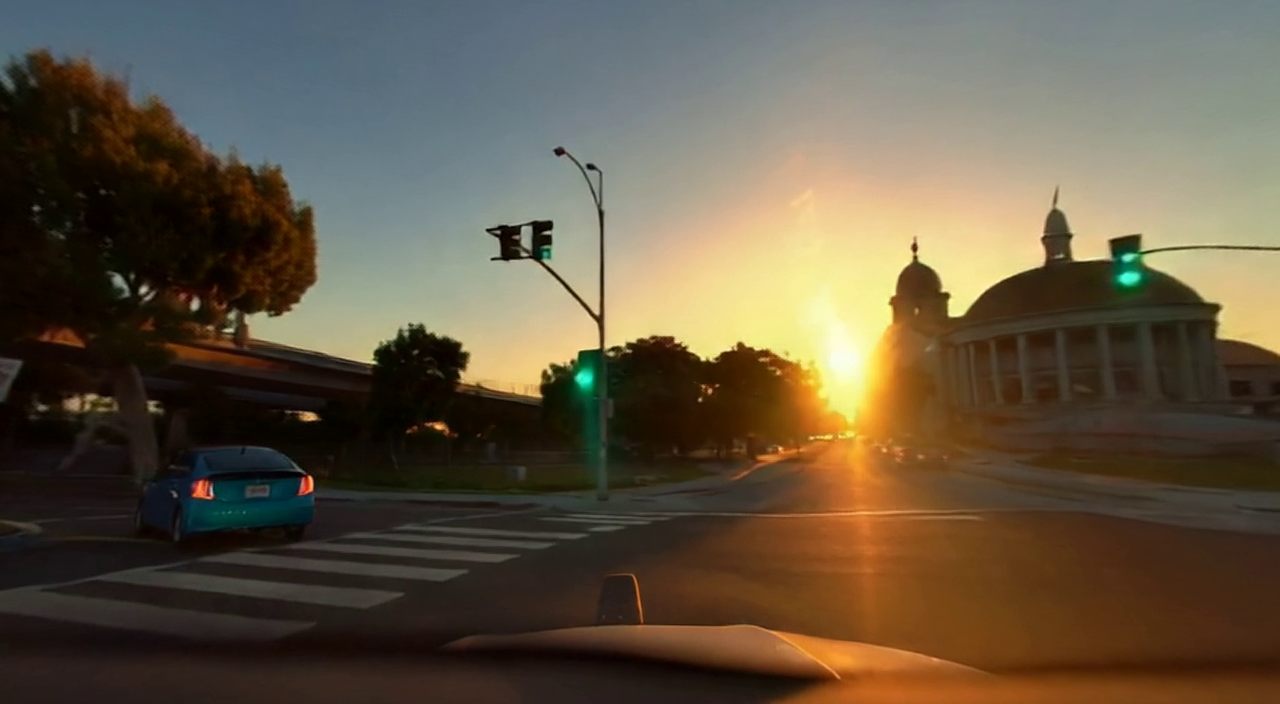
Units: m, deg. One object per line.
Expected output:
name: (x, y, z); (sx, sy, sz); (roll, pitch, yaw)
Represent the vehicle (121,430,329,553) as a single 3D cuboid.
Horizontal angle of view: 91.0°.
vehicle: (-6.876, 2.132, 10.306); (1.976, 1.584, 3.772); (9, -12, -44)
